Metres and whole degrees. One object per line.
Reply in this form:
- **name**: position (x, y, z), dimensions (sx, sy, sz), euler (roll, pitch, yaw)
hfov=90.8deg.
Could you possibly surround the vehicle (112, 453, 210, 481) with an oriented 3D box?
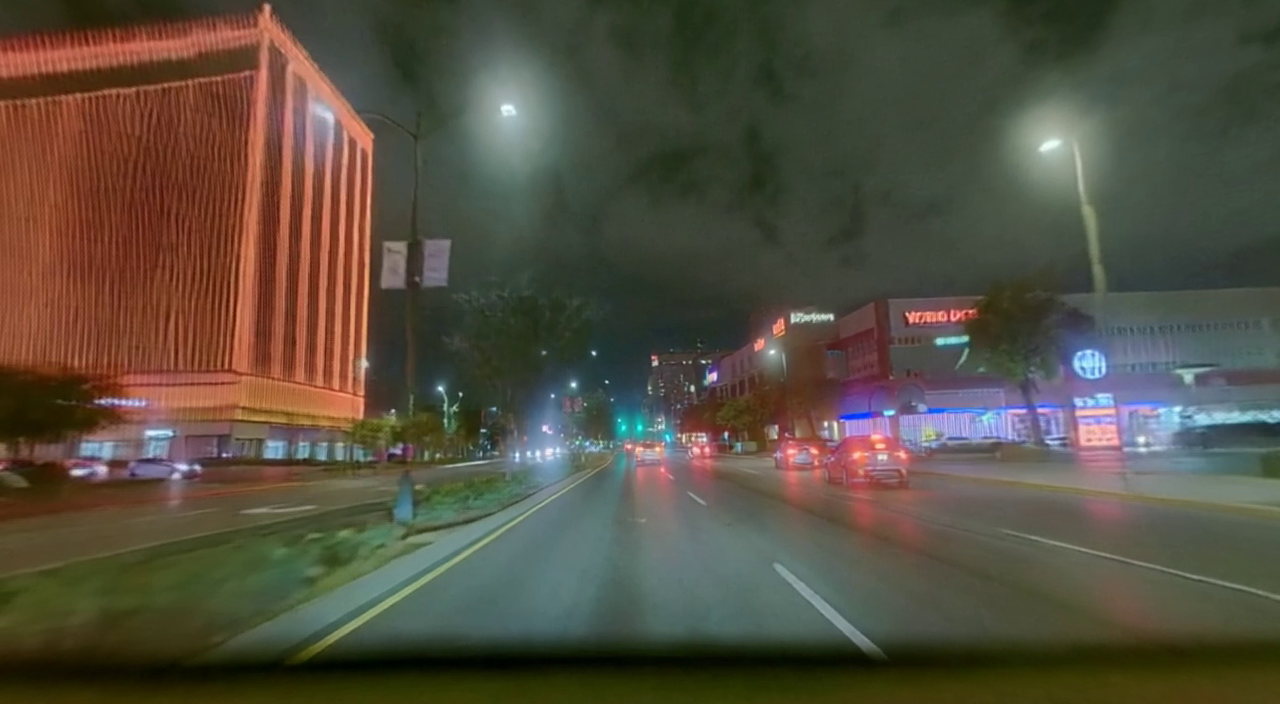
- **vehicle**: position (-30.266, 7.262, 39.997), dimensions (4.621, 1.670, 1.895), euler (0, -8, -1)

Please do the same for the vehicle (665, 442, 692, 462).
- **vehicle**: position (2.894, 7.587, 47.943), dimensions (1.685, 1.441, 3.795), euler (0, -8, -1)

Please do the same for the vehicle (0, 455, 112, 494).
- **vehicle**: position (-28.712, 5.936, 30.931), dimensions (1.990, 1.662, 4.352), euler (0, -8, -2)

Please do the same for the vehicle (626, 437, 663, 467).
- **vehicle**: position (0.218, 5.953, 37.714), dimensions (2.100, 1.683, 4.231), euler (0, -8, 0)
